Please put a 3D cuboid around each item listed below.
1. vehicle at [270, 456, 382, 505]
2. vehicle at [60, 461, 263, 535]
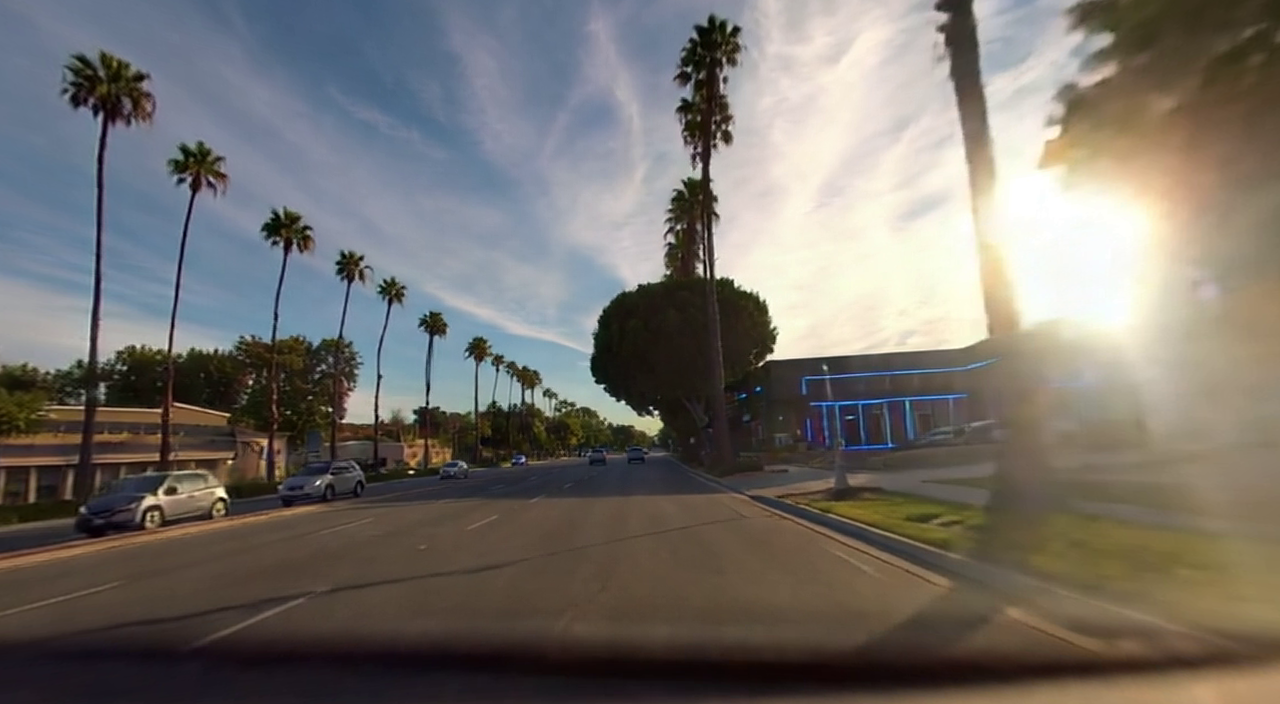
[{"bbox_3d":[-13.220,5.420,27.034,2.306,1.807,4.927,0,-9,-1],"label":"vehicle"},{"bbox_3d":[-13.055,3.969,17.736,2.199,1.696,4.440,0,-9,0],"label":"vehicle"}]
